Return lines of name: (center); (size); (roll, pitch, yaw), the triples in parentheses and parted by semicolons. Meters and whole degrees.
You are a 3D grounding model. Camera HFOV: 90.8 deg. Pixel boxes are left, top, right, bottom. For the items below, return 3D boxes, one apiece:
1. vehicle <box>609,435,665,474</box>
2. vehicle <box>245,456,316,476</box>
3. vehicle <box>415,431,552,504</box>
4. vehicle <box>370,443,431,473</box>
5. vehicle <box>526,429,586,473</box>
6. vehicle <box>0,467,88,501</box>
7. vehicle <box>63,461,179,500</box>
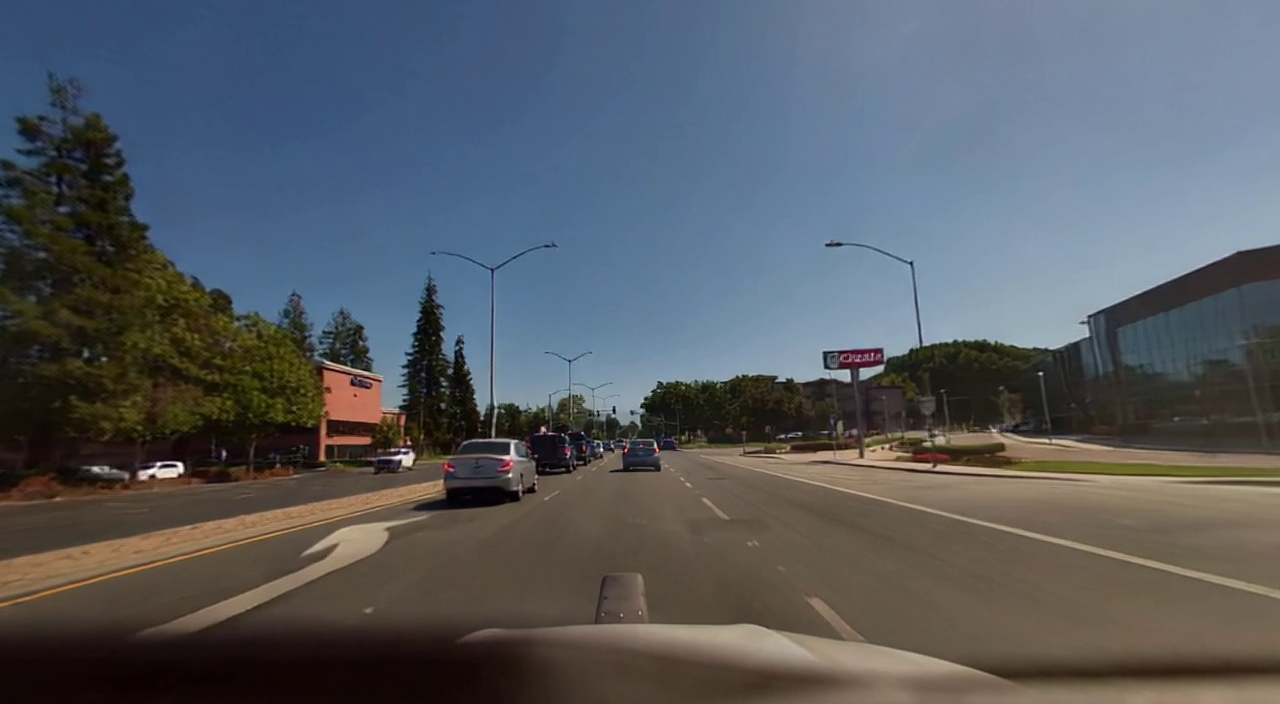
vehicle: (-0.133, 4.200, 26.088); (2.126, 1.475, 3.967); (0, -8, -1)
vehicle: (-27.558, 8.736, 48.537); (4.300, 1.427, 1.877); (1, -8, -7)
vehicle: (-3.537, 2.717, 15.272); (2.139, 1.487, 4.453); (0, -8, 1)
vehicle: (-13.134, 5.820, 34.906); (1.879, 1.503, 4.274); (0, -8, -2)
vehicle: (-3.517, 4.251, 27.267); (2.046, 1.751, 4.208); (0, -8, 0)
vehicle: (-29.154, 6.247, 29.994); (4.193, 1.435, 1.770); (0, -8, 0)
vehicle: (-28.720, 7.085, 35.078); (4.586, 1.682, 2.003); (-3, -8, -4)
